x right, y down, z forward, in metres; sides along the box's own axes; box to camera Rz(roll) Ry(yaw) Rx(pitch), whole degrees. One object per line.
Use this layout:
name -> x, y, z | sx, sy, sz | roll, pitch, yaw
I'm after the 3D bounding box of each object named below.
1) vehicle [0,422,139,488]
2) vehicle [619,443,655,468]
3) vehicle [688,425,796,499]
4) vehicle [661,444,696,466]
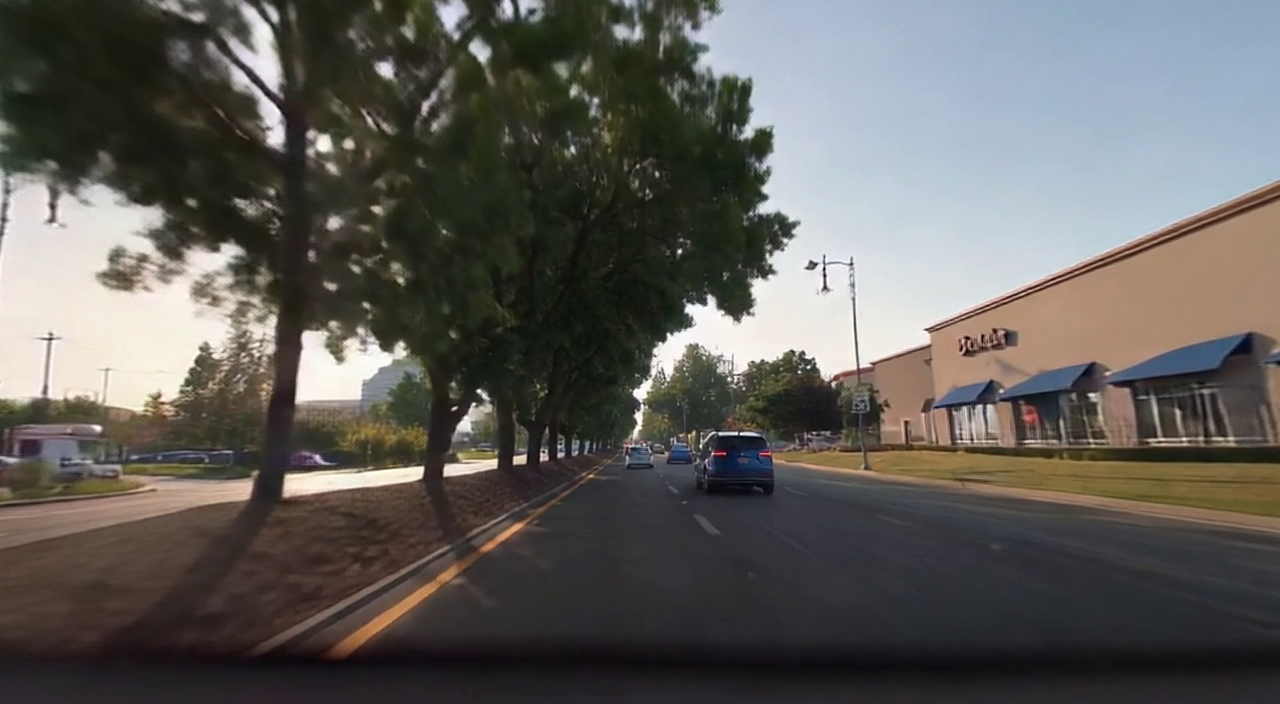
vehicle -> -26.965, 4.701, 28.912 | 5.905, 2.803, 2.261 | 0, -9, -2
vehicle -> -0.204, 6.317, 38.696 | 2.056, 1.440, 3.798 | 0, -9, -1
vehicle -> 2.702, 3.074, 18.001 | 2.140, 1.811, 4.593 | 0, -9, -2
vehicle -> 2.523, 6.860, 42.250 | 1.970, 1.402, 3.756 | 0, -9, -2
